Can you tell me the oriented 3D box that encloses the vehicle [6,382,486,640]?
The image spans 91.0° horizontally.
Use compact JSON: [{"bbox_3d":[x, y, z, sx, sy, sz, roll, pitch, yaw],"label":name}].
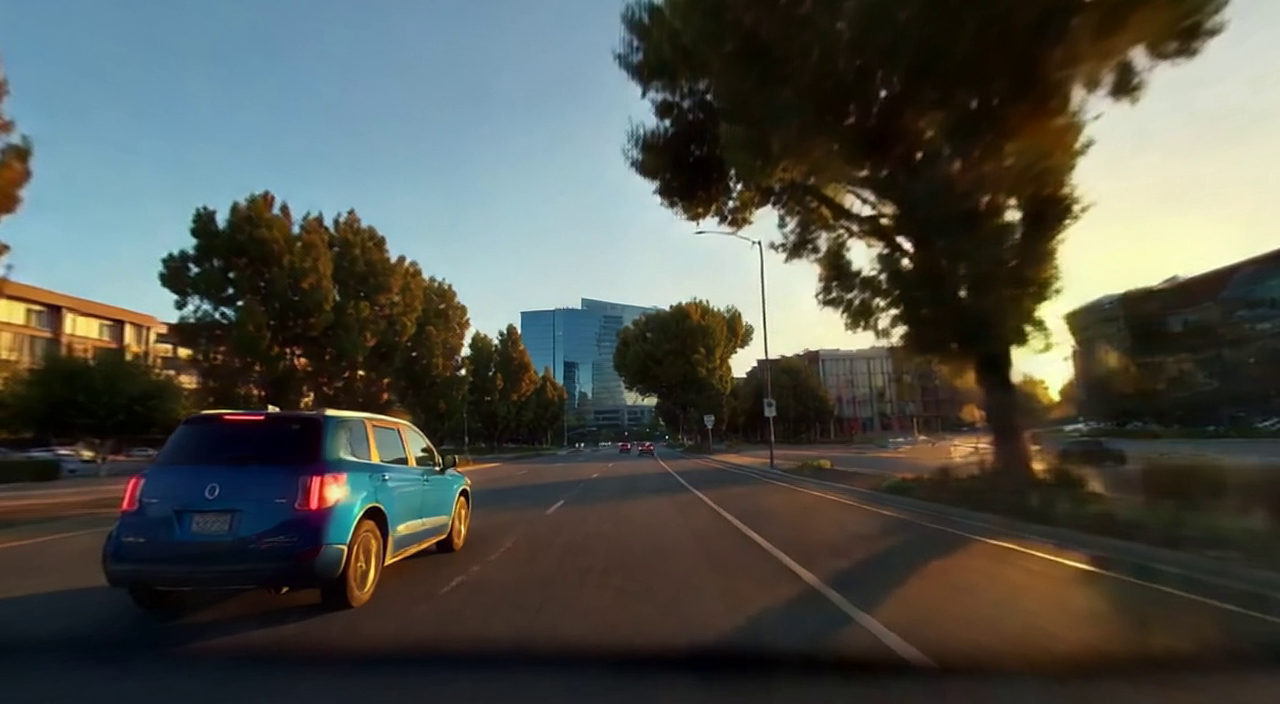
[{"bbox_3d":[-3.188,1.388,6.525,2.033,1.713,4.503,0,-8,0],"label":"vehicle"}]
